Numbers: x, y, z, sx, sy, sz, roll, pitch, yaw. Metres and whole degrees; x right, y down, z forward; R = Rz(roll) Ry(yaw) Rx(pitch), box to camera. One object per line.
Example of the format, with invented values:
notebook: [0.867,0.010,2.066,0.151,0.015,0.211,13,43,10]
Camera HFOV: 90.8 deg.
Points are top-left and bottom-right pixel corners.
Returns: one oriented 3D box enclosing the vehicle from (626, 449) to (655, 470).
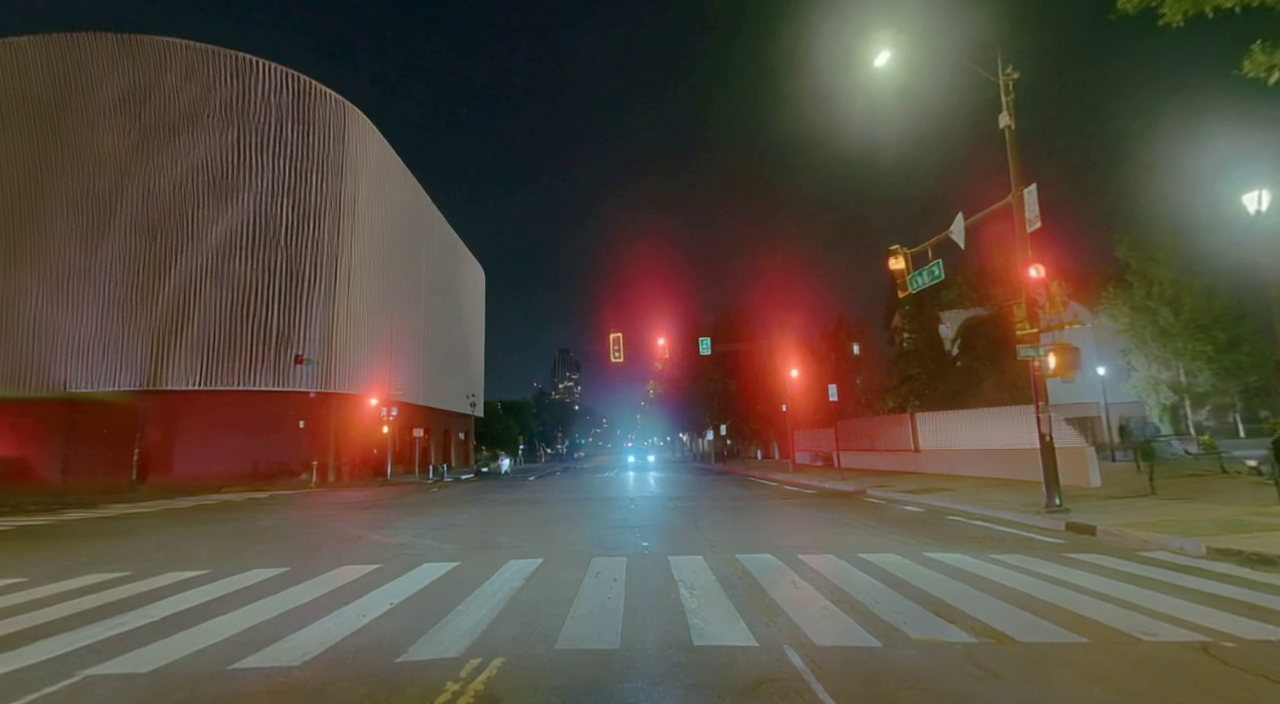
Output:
vehicle: [-0.022,8.247,48.788,2.088,1.452,4.833,0,-8,-2]
